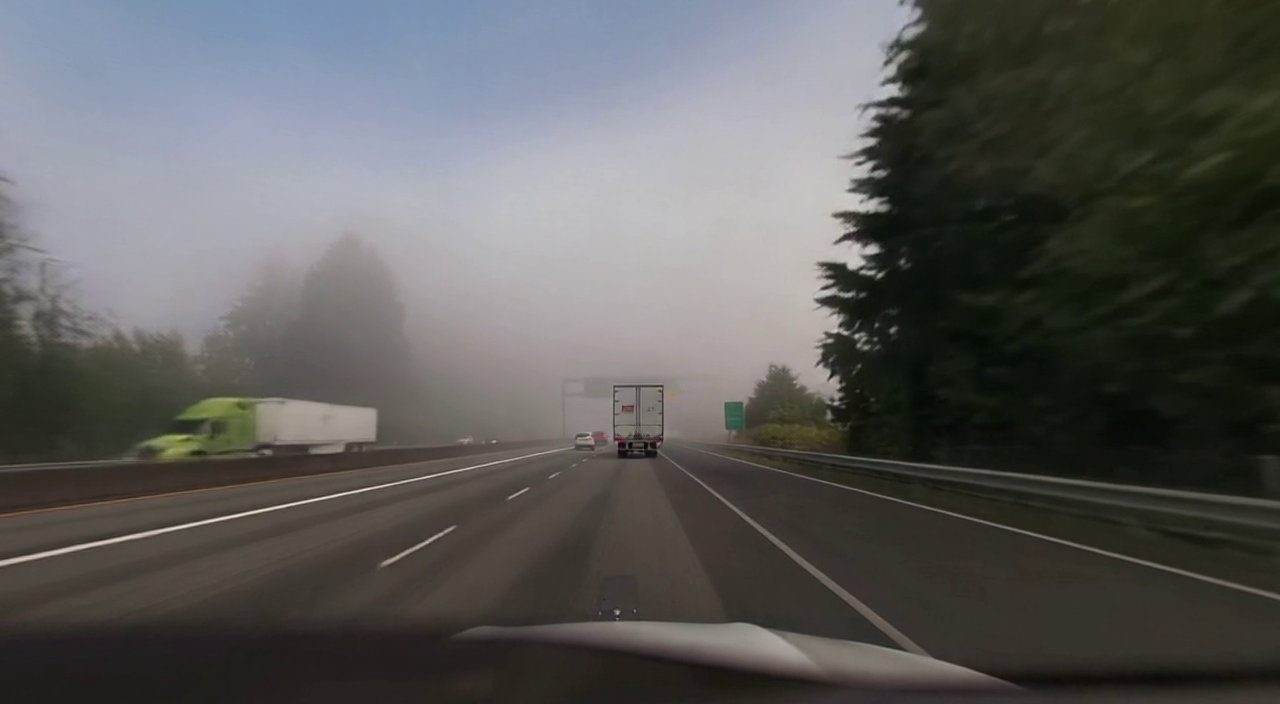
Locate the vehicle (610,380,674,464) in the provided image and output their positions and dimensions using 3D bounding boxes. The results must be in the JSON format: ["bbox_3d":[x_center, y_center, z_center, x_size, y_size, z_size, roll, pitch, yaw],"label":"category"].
[{"bbox_3d":[0.020,3.730,32.790,2.855,3.741,8.587,0,-8,-1],"label":"vehicle"}]

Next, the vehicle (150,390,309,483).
[{"bbox_3d":[-17.767,3.732,27.874,2.908,3.635,5.923,0,-8,0],"label":"vehicle"}]
